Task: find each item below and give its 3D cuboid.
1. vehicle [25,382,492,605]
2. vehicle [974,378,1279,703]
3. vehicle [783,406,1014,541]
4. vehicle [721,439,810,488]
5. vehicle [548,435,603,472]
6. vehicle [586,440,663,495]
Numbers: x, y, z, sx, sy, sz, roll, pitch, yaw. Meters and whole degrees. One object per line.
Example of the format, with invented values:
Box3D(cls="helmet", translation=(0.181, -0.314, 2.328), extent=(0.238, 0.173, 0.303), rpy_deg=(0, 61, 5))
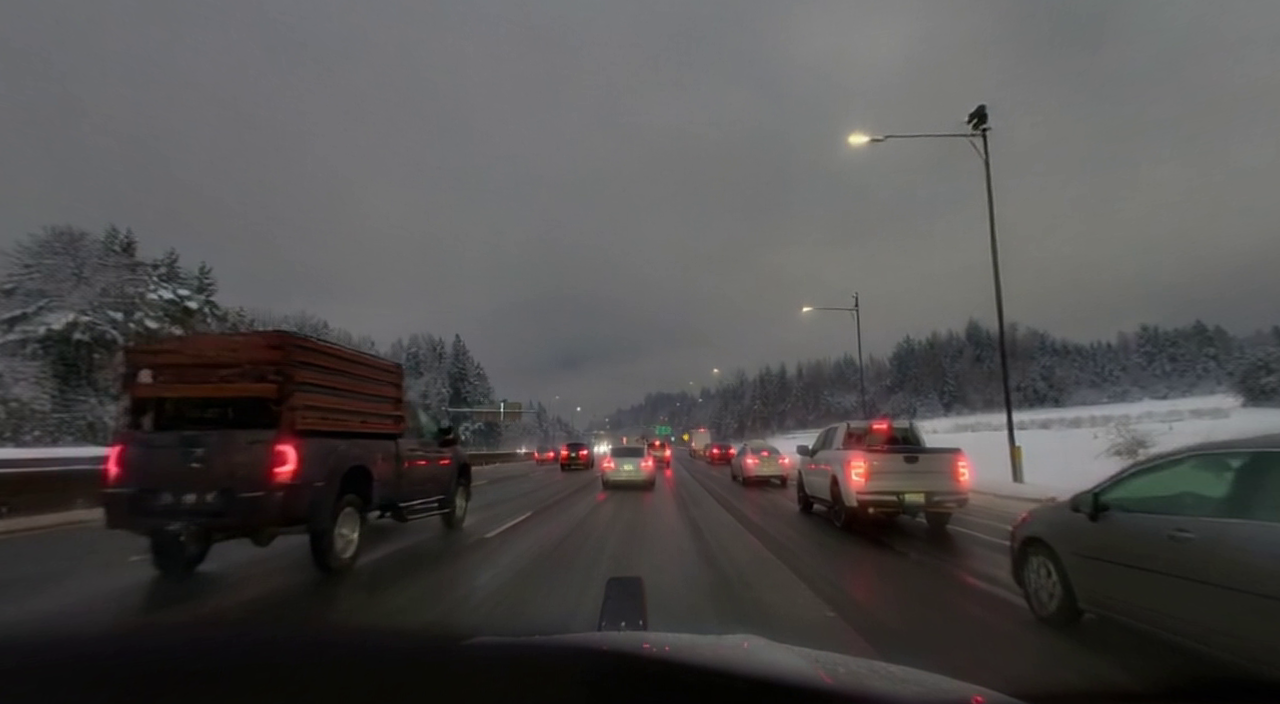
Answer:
Box3D(cls="vehicle", translation=(-3.988, 1.651, 8.468), extent=(2.395, 1.892, 5.995), rpy_deg=(0, -8, 1))
Box3D(cls="vehicle", translation=(3.669, 0.909, 2.708), extent=(1.984, 1.567, 4.475), rpy_deg=(0, -8, 0))
Box3D(cls="vehicle", translation=(3.947, 1.943, 10.707), extent=(1.999, 1.777, 4.578), rpy_deg=(0, -8, 1))
Box3D(cls="vehicle", translation=(4.121, 3.734, 21.569), extent=(1.907, 1.474, 4.840), rpy_deg=(0, -8, -2))
Box3D(cls="vehicle", translation=(-3.373, 5.497, 34.385), extent=(2.110, 1.811, 5.585), rpy_deg=(-1, -8, 3))
Box3D(cls="vehicle", translation=(-0.345, 3.393, 18.924), extent=(2.070, 1.456, 4.029), rpy_deg=(0, -8, 2))
